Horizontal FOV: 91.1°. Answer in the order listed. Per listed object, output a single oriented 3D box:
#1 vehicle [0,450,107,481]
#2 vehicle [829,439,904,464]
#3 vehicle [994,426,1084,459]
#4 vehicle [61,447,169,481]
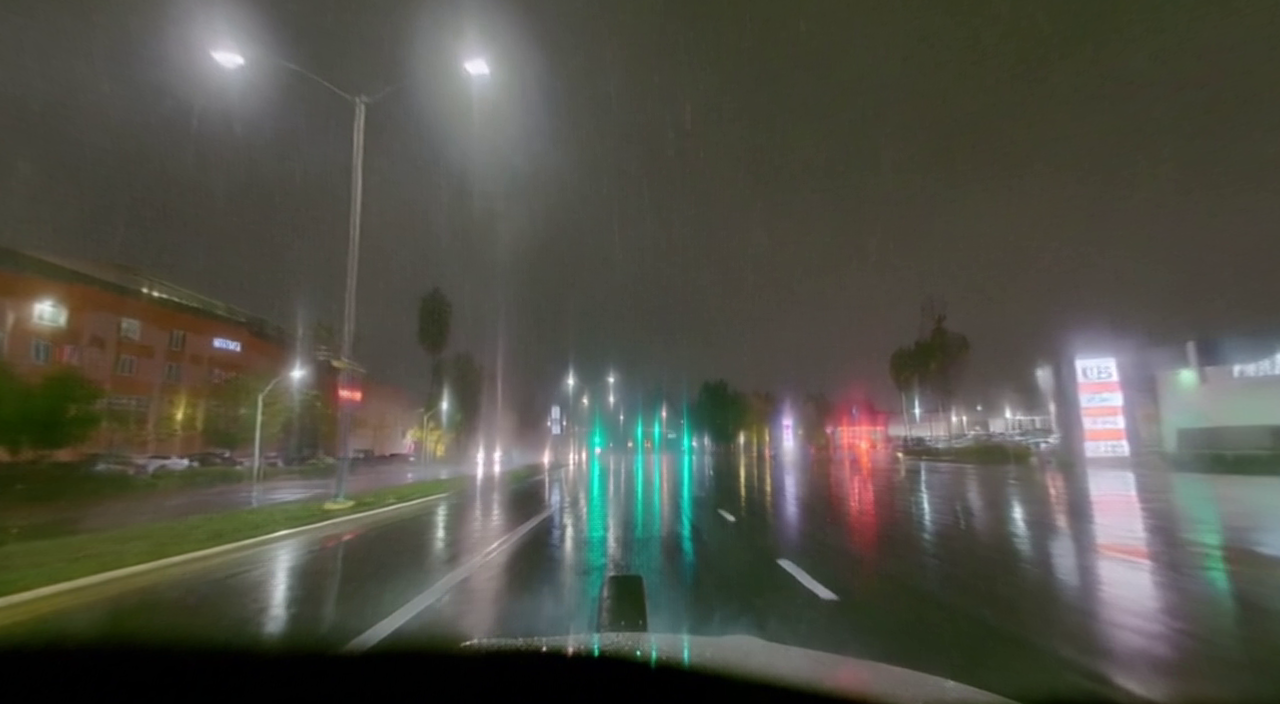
[{"bbox_3d":[-40.603,7.808,43.506,2.266,1.915,5.560,-1,-8,3],"label":"vehicle"},{"bbox_3d":[17.043,7.496,47.326,4.720,1.769,2.229,0,-9,-3],"label":"vehicle"},{"bbox_3d":[26.949,6.174,42.472,4.569,1.929,2.084,-2,-10,-3],"label":"vehicle"},{"bbox_3d":[-35.909,7.658,43.210,2.471,2.129,5.492,-1,-9,3],"label":"vehicle"}]
